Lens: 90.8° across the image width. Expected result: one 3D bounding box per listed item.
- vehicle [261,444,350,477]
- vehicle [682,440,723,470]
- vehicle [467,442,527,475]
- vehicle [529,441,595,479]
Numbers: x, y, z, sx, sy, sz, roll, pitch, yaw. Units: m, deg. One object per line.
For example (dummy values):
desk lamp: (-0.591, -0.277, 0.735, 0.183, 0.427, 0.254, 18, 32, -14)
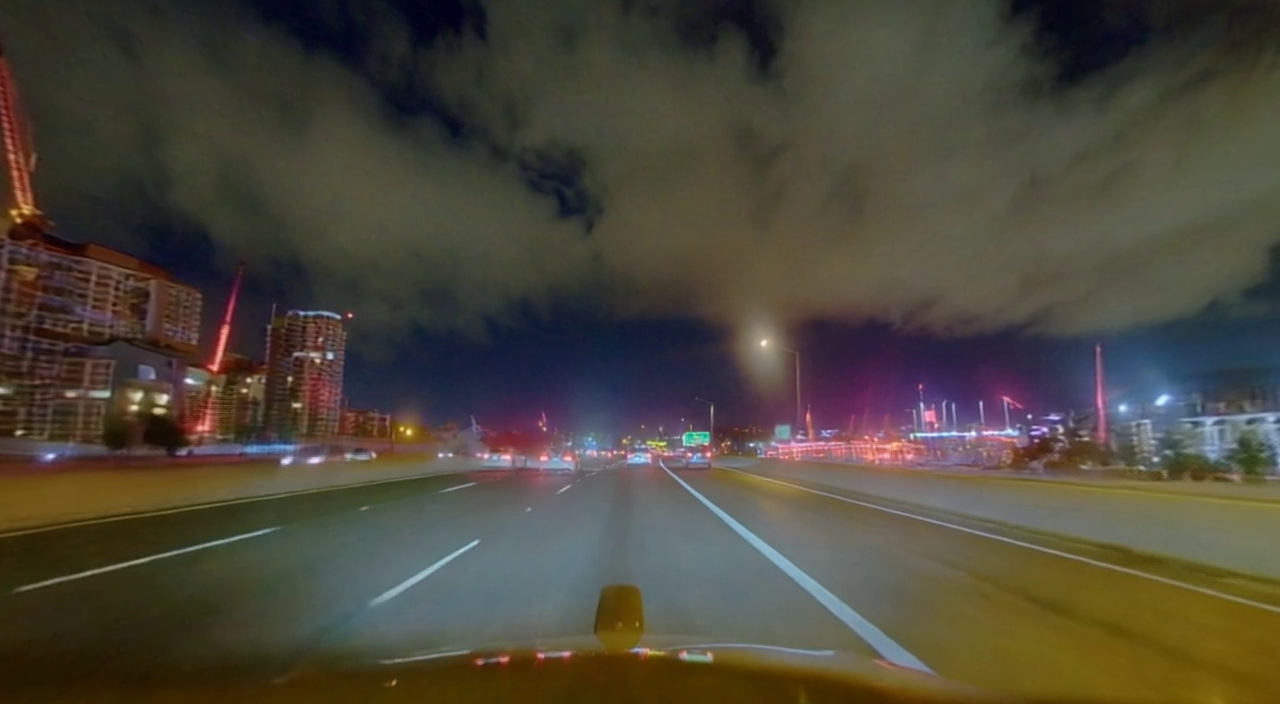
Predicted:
vehicle: (-16.340, 5.311, 31.161, 1.826, 1.476, 4.548, 0, -8, 1)
vehicle: (3.518, 5.899, 36.266, 1.978, 1.602, 4.092, 0, -8, 0)
vehicle: (-7.131, 5.342, 31.988, 1.951, 1.528, 4.209, 0, -8, 1)
vehicle: (-3.280, 4.630, 27.388, 2.136, 1.512, 4.488, 0, -8, 2)
